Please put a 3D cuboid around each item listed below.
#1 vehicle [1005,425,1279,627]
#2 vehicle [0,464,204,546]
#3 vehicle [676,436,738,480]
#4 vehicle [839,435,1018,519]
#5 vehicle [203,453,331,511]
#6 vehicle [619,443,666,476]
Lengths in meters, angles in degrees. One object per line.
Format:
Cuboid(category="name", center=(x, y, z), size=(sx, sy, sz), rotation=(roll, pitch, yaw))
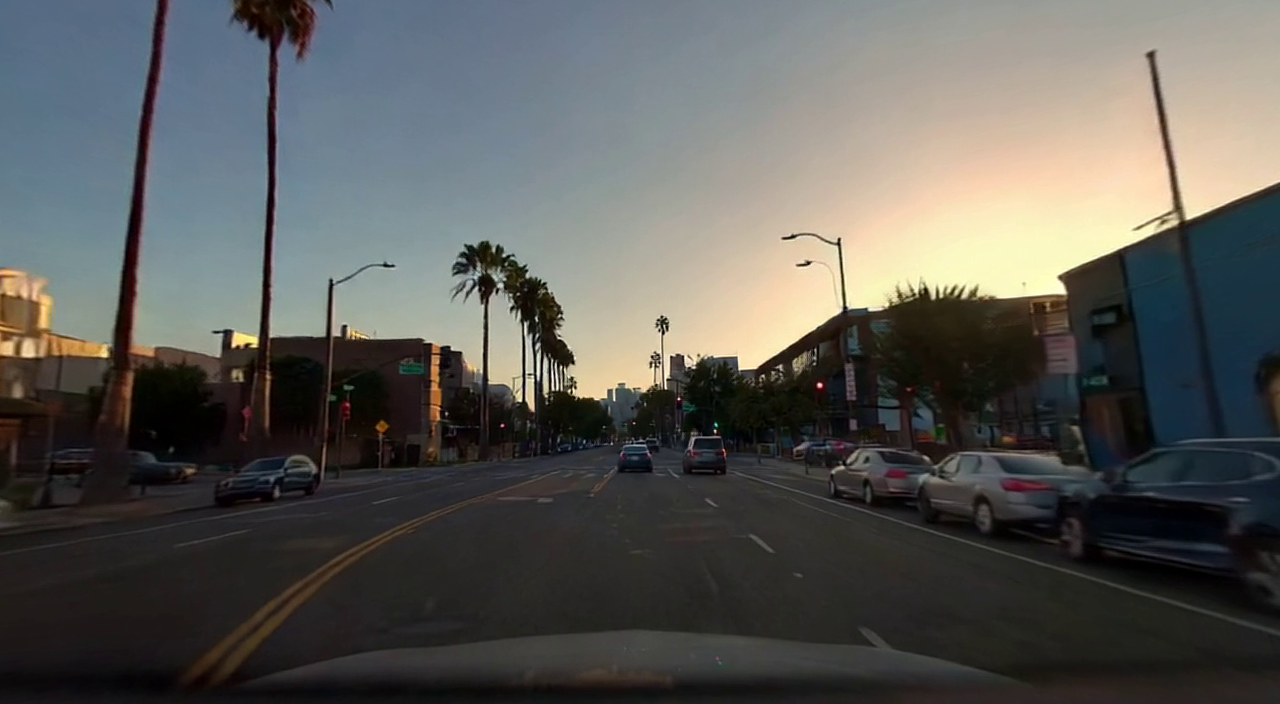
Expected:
Cuboid(category="vehicle", center=(6.300, 1.603, 6.412), size=(2.174, 1.643, 4.860), rotation=(0, -8, -2))
Cuboid(category="vehicle", center=(-12.450, 3.414, 14.419), size=(1.978, 1.501, 4.355), rotation=(-3, -11, -2))
Cuboid(category="vehicle", center=(2.731, 4.445, 26.770), size=(2.003, 1.702, 4.288), rotation=(0, -8, -2))
Cuboid(category="vehicle", center=(6.417, 2.809, 14.744), size=(2.157, 1.640, 4.228), rotation=(0, -8, 0))
Cuboid(category="vehicle", center=(-12.672, 4.482, 21.818), size=(1.949, 1.682, 4.094), rotation=(-3, -11, -1))
Cuboid(category="vehicle", center=(0.100, 5.083, 30.157), size=(2.088, 1.452, 3.993), rotation=(0, -8, -1))
